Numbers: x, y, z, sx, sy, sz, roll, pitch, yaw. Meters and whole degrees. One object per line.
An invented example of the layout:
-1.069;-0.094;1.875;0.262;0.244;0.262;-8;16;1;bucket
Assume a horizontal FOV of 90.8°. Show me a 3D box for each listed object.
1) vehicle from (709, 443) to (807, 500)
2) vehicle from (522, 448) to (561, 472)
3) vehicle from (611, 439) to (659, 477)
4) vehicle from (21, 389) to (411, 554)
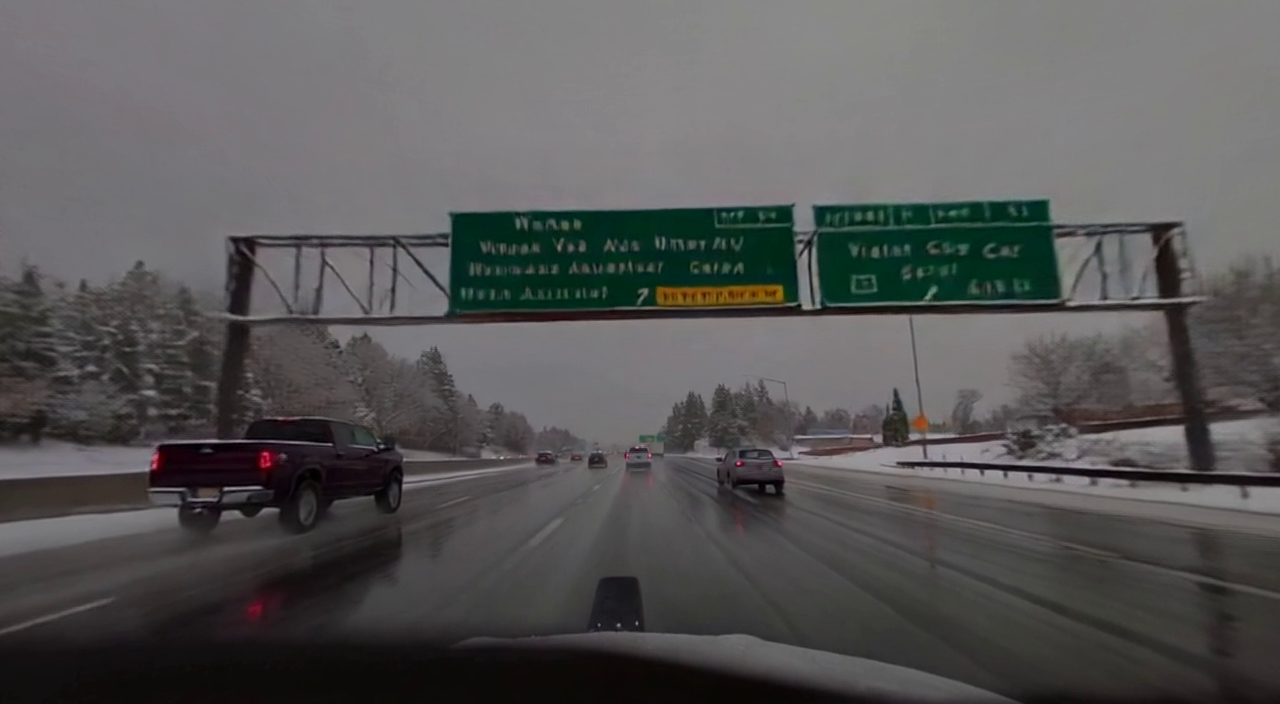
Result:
3.328;3.466;18.768;2.011;1.462;4.286;0;-9;-1;vehicle
-6.614;7.266;42.650;1.920;1.482;4.385;0;-9;0;vehicle
-0.233;5.453;32.637;2.323;1.805;4.729;0;-9;0;vehicle
-6.335;1.938;10.890;2.444;2.012;6.122;0;-9;0;vehicle
